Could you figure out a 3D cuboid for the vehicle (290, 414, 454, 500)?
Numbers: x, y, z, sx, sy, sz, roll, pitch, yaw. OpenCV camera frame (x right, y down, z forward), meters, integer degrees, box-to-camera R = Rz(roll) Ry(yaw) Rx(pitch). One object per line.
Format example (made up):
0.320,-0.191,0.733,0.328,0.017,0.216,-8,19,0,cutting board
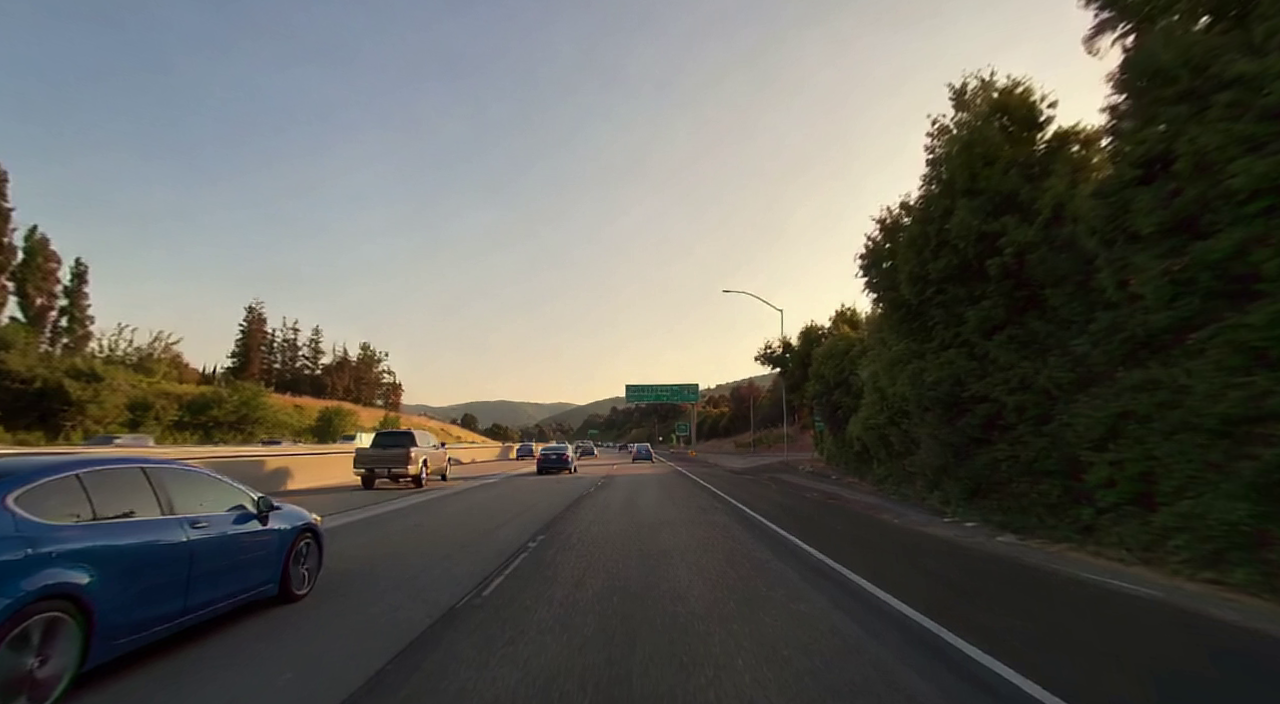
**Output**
-7.032,2.843,17.432,2.171,1.982,5.246,0,-8,1,vehicle

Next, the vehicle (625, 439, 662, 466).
0.163,5.854,36.912,2.018,1.508,4.087,0,-8,-1,vehicle

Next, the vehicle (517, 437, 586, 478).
-3.443,4.220,25.490,2.068,1.501,4.395,0,-8,1,vehicle

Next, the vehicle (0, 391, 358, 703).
-3.591,1.054,3.442,2.025,1.506,4.429,0,-8,0,vehicle
